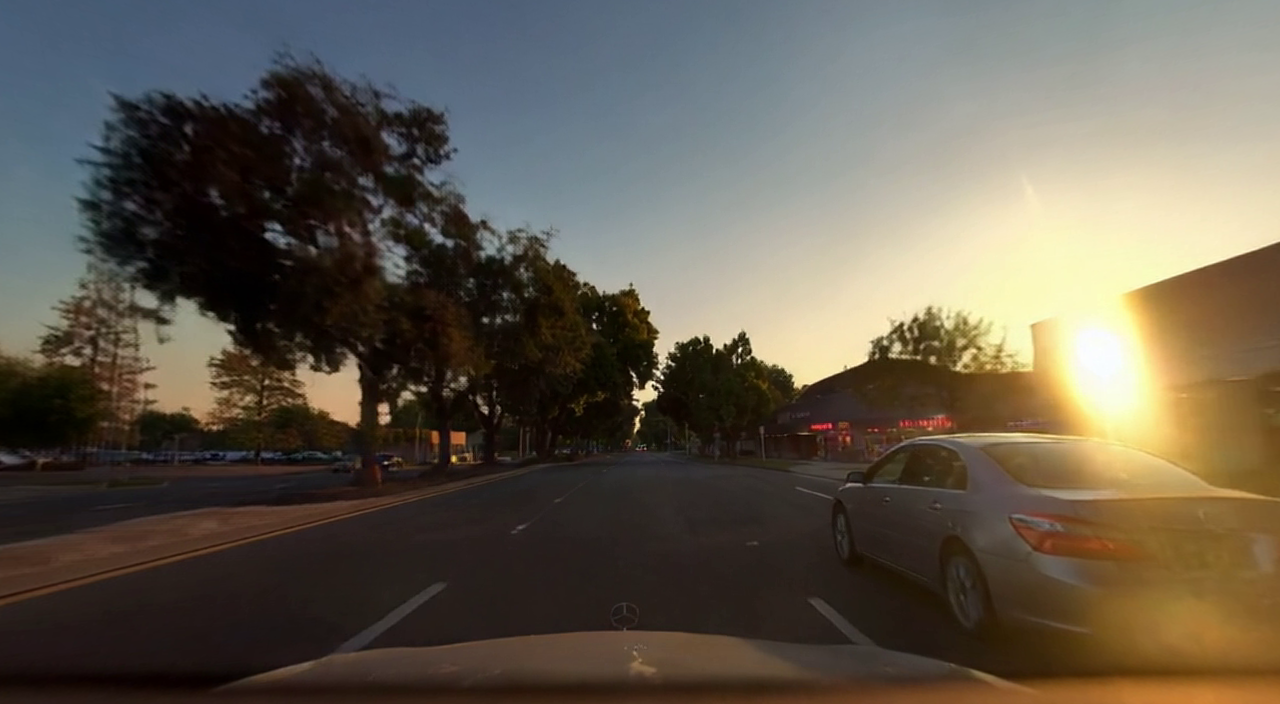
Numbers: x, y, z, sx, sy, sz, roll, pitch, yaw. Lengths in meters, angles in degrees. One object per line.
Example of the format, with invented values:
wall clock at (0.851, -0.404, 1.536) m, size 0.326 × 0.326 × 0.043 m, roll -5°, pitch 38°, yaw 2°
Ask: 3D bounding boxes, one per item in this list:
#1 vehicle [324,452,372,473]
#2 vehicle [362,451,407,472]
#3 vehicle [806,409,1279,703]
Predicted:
vehicle at (-22.617, 8.582, 49.077) m, size 1.745 × 1.476 × 4.123 m, roll -1°, pitch -8°, yaw -1°
vehicle at (-19.385, 8.292, 48.042) m, size 1.761 × 1.488 × 3.822 m, roll -1°, pitch -8°, yaw 0°
vehicle at (3.075, 1.360, 5.417) m, size 2.004 × 1.470 × 4.544 m, roll 0°, pitch -8°, yaw -1°
